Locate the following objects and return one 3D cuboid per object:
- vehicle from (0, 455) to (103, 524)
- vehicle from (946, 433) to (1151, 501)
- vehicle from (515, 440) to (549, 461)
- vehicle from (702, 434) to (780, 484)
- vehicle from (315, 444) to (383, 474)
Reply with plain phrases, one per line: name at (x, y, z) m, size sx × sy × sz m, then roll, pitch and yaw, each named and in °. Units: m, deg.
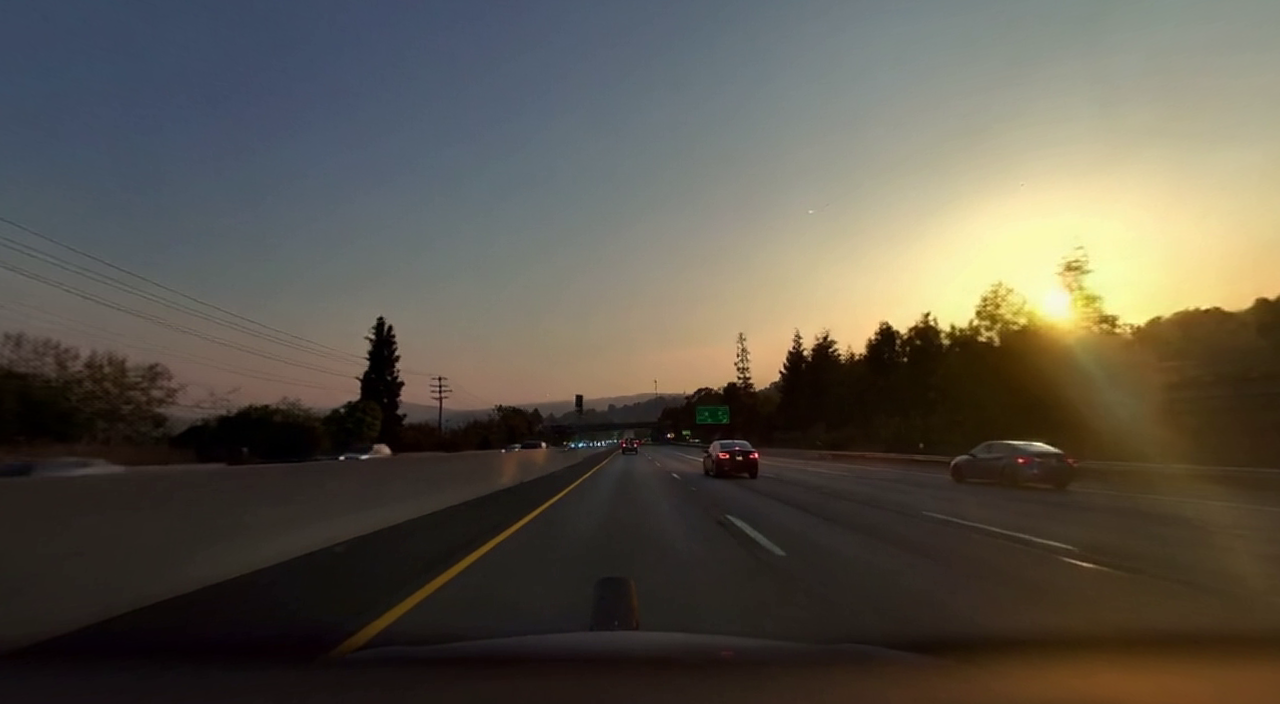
vehicle at (-14.939, 3.061, 14.006) m, size 1.944 × 1.456 × 4.673 m, roll 0°, pitch -9°, yaw 0°
vehicle at (10.540, 3.001, 16.946) m, size 1.987 × 1.502 × 5.130 m, roll 0°, pitch -9°, yaw -1°
vehicle at (-8.168, 7.500, 48.219) m, size 1.860 × 1.503 × 3.883 m, roll 0°, pitch -9°, yaw 1°
vehicle at (3.531, 3.838, 22.923) m, size 2.018 × 1.600 × 4.121 m, roll 0°, pitch -9°, yaw -2°
vehicle at (-18.762, 6.917, 41.052) m, size 2.053 × 1.810 × 5.015 m, roll 0°, pitch -9°, yaw 0°
